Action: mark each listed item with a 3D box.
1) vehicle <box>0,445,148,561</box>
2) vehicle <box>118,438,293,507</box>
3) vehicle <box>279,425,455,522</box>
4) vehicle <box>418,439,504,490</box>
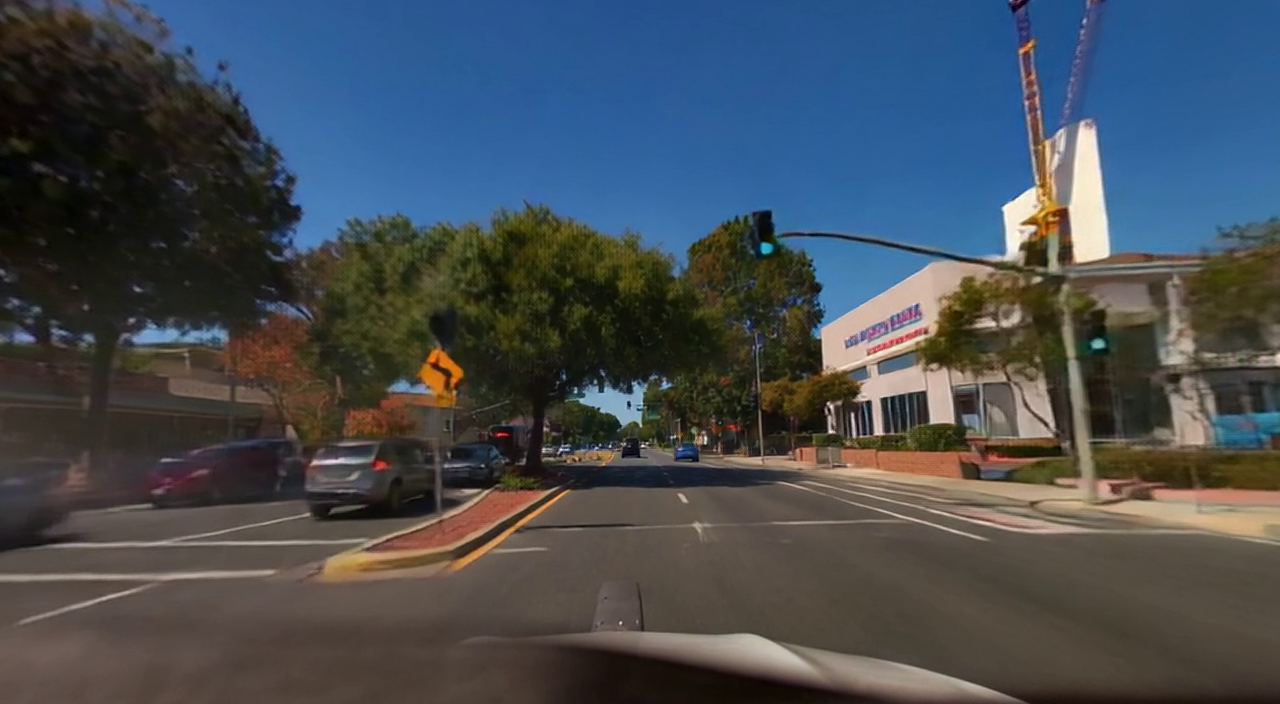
[{"bbox_3d":[-8.995,1.901,7.966,1.947,1.434,4.557,0,-8,-1],"label":"vehicle"},{"bbox_3d":[-12.697,3.504,18.938,1.936,1.769,4.620,0,-8,0],"label":"vehicle"},{"bbox_3d":[-5.763,2.587,14.086,1.983,1.715,4.466,-2,-8,0],"label":"vehicle"},{"bbox_3d":[-5.883,3.730,21.296,1.901,1.498,4.359,0,-9,-4],"label":"vehicle"}]
